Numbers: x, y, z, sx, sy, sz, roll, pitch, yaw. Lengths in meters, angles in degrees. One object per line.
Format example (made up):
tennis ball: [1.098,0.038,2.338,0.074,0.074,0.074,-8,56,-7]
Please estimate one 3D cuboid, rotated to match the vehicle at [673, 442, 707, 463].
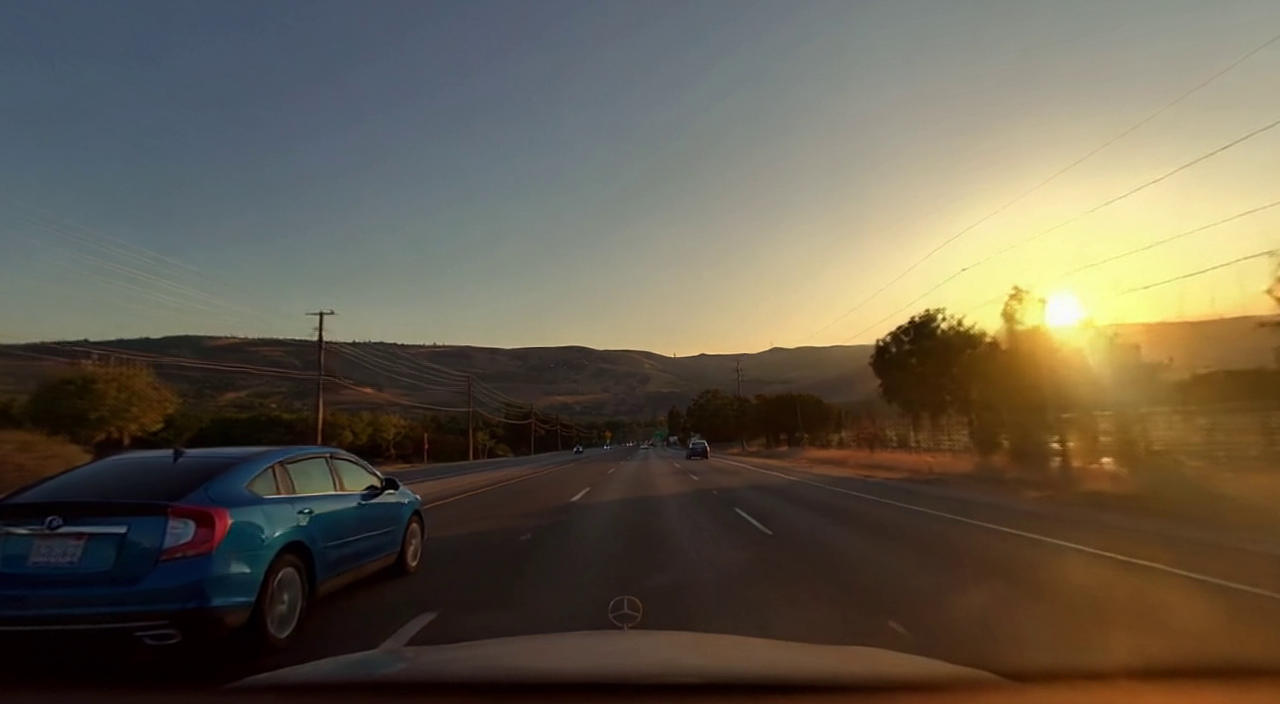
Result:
vehicle: [3.712,7.561,47.644,2.148,1.538,4.430,0,-8,0]
